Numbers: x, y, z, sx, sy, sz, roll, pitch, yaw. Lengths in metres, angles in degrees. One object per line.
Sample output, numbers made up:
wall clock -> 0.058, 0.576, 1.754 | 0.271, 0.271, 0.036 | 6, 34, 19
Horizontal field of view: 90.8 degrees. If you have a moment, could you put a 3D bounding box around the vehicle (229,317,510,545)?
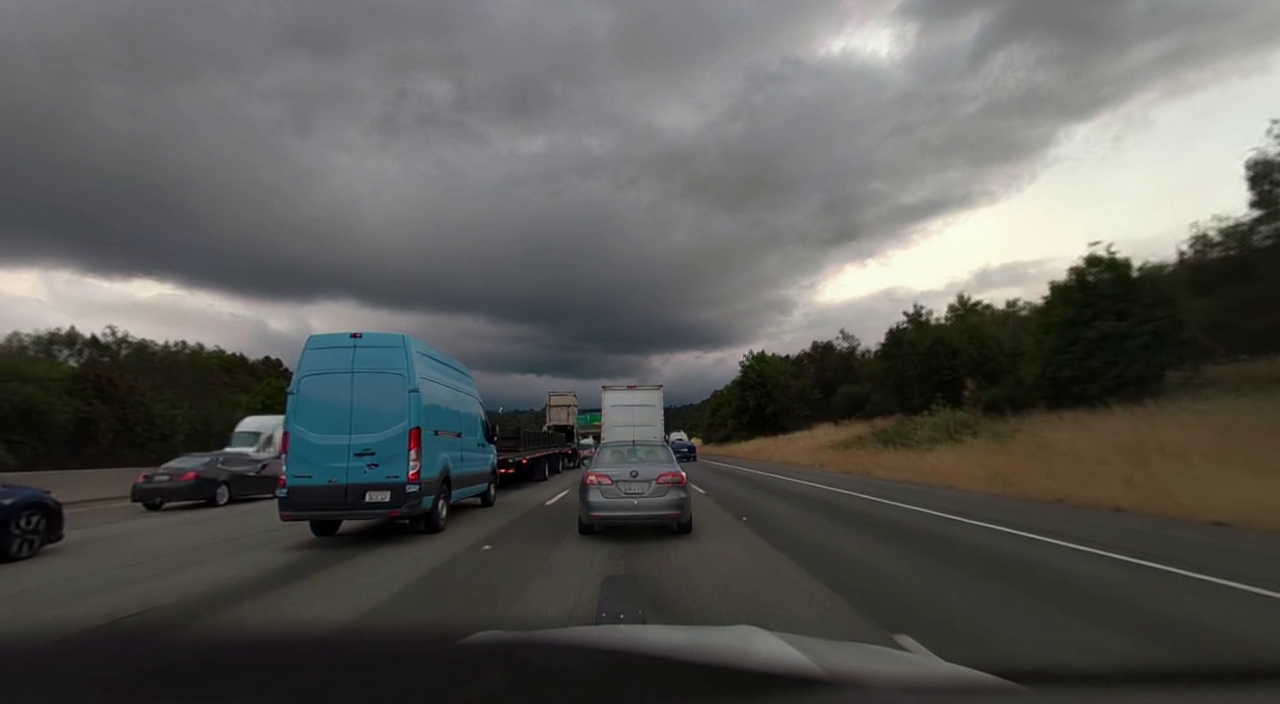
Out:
vehicle -> -4.083, 1.472, 11.356 | 2.254, 2.879, 6.656 | 0, -9, -2

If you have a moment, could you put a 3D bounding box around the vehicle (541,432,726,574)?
vehicle -> -0.097, 1.905, 8.604 | 1.995, 1.495, 3.380 | 0, -9, -1

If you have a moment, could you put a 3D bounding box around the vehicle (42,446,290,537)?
vehicle -> -8.905, 2.600, 12.393 | 1.797, 1.466, 3.924 | 0, -9, 0
